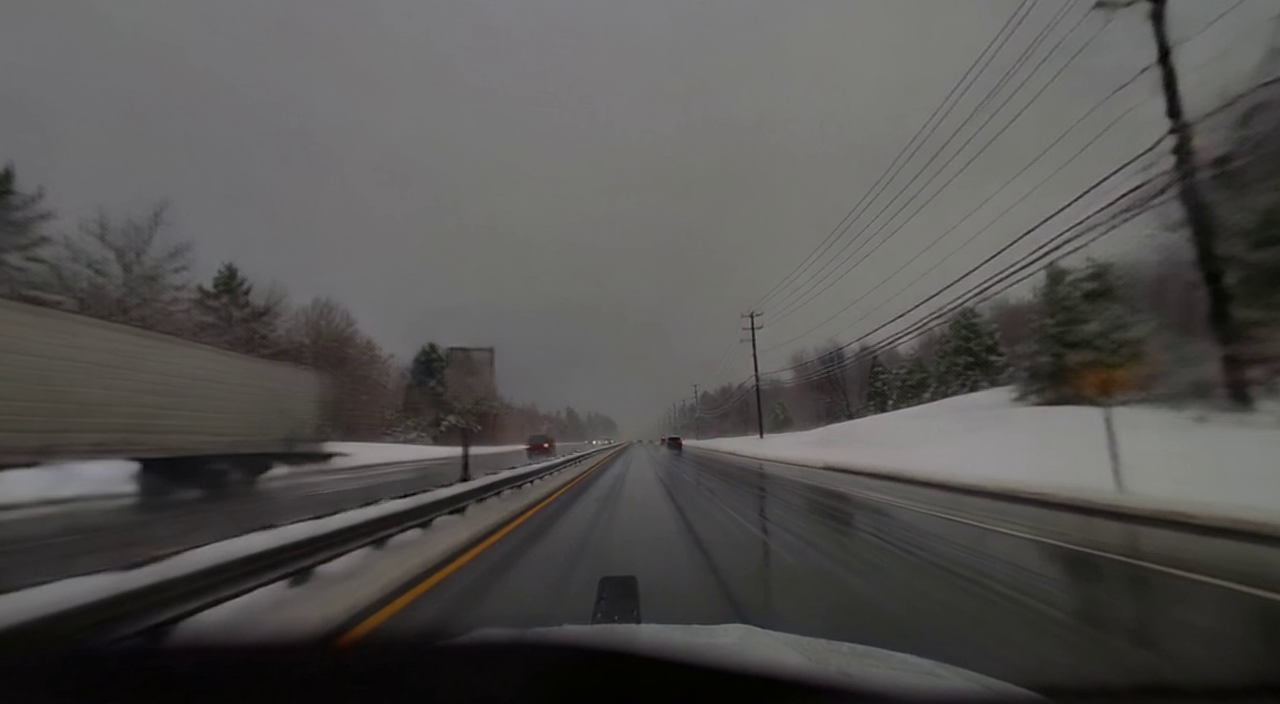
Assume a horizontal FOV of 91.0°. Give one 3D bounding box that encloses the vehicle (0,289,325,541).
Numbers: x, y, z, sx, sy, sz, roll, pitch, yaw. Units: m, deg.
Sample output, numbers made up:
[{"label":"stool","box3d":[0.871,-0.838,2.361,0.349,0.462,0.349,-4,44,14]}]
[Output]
[{"label":"vehicle","box3d":[-11.894,1.526,13.674,2.937,4.068,14.080,0,-8,0]}]
